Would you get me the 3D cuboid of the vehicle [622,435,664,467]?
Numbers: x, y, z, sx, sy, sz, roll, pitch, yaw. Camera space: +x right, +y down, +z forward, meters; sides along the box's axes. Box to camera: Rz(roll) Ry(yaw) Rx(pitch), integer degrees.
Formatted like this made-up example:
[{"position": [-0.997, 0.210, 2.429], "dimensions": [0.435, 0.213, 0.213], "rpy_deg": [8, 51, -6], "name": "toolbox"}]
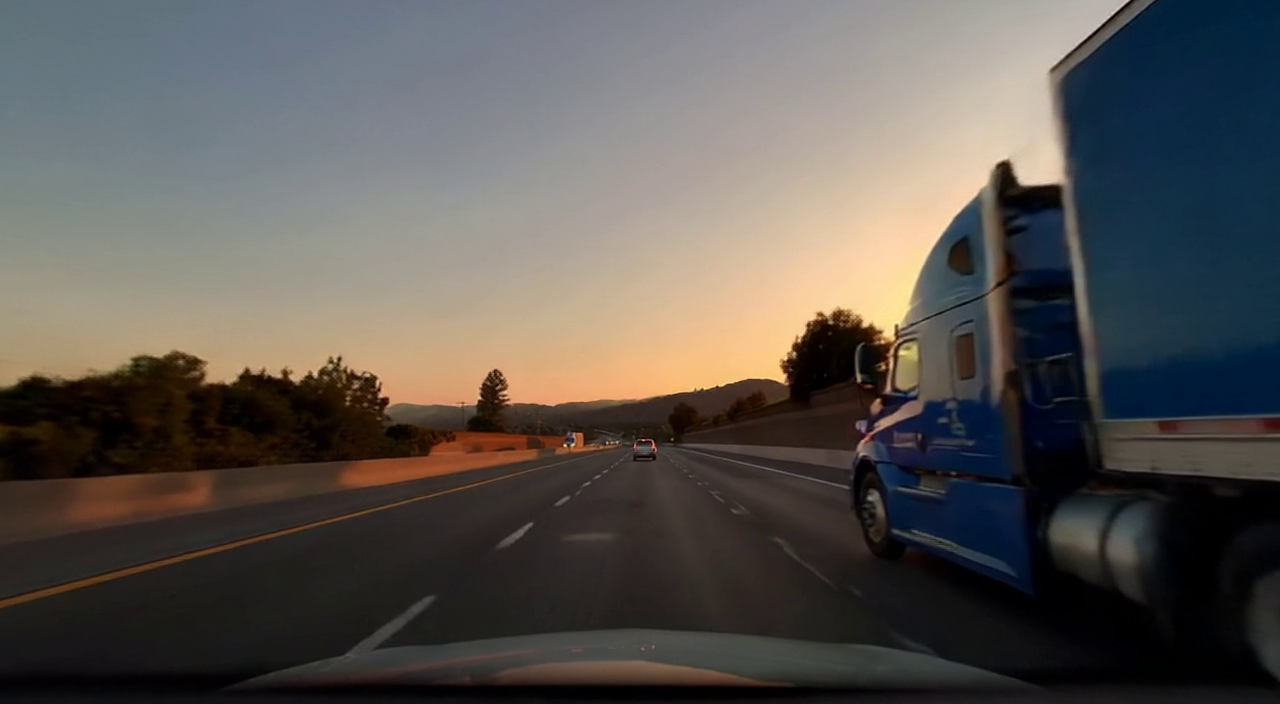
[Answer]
[{"position": [0.163, 5.345, 34.207], "dimensions": [2.111, 1.635, 4.177], "rpy_deg": [0, -8, 0], "name": "vehicle"}]
